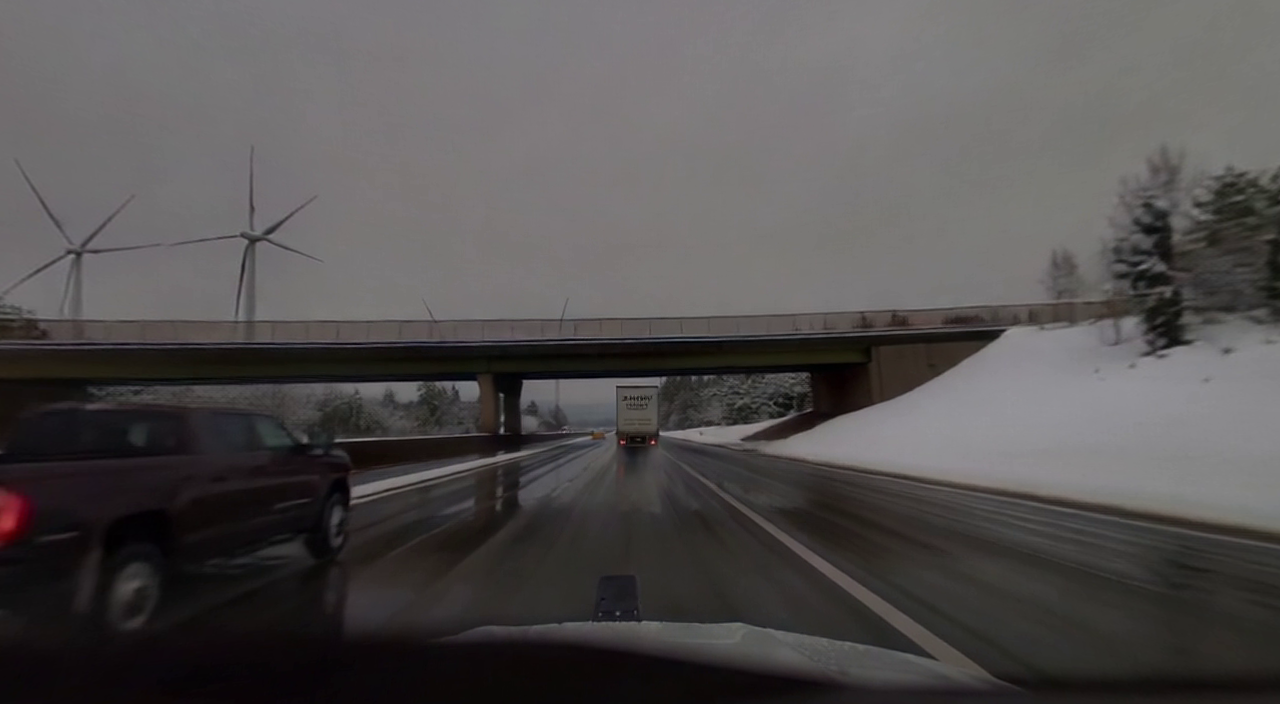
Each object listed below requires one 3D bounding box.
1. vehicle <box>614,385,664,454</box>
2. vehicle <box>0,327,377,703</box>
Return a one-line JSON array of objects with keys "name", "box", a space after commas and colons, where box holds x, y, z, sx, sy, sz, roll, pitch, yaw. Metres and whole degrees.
[{"name": "vehicle", "box": [-0.207, 4.749, 42.783, 2.906, 3.990, 12.551, 0, -8, -1]}, {"name": "vehicle", "box": [-3.671, 0.902, 3.680, 2.167, 1.686, 4.946, 0, -8, -1]}]
